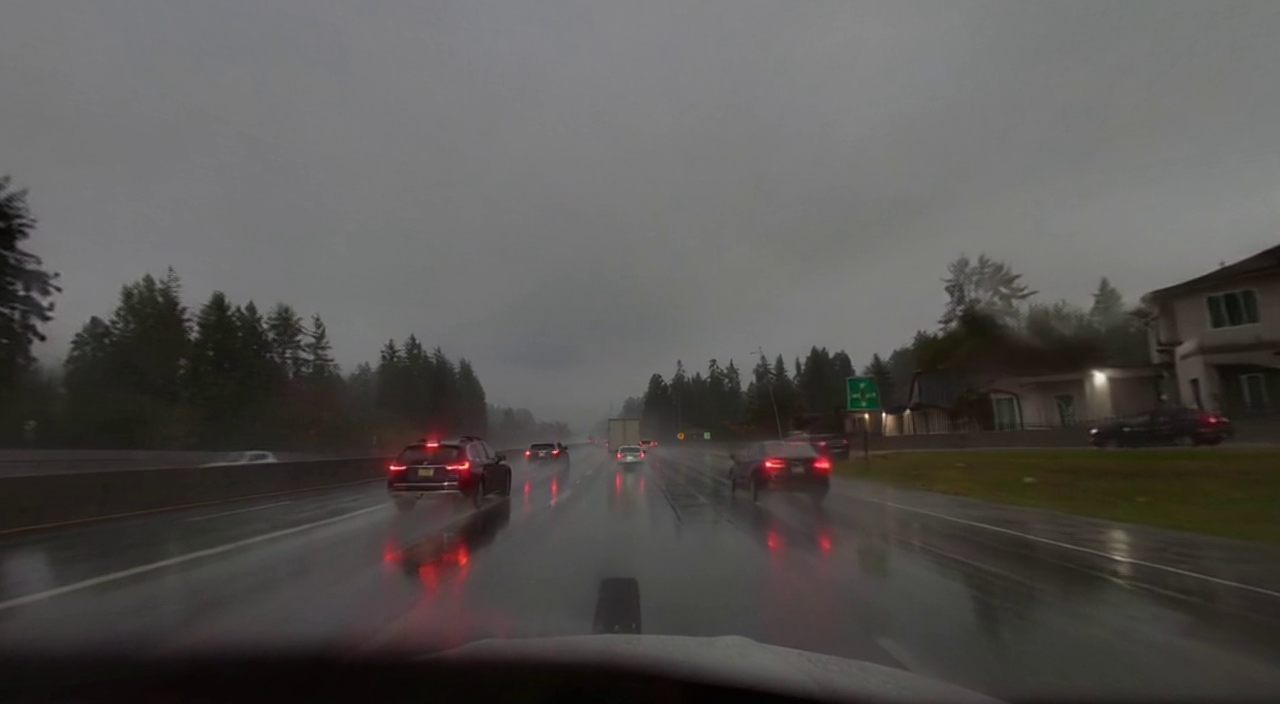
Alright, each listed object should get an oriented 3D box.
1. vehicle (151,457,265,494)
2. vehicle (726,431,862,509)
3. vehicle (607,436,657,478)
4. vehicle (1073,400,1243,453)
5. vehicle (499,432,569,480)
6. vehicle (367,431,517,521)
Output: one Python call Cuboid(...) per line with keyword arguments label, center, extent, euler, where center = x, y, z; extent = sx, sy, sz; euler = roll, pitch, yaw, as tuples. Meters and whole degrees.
Cuboid(label="vehicle", center=(-19.140, 5.461, 28.300), extent=(1.839, 1.457, 4.701), euler=(0, -9, -1))
Cuboid(label="vehicle", center=(3.390, 2.709, 14.889), extent=(2.027, 1.554, 4.252), euler=(0, -9, -2))
Cuboid(label="vehicle", center=(-0.402, 4.706, 28.463), extent=(2.063, 1.703, 4.203), euler=(0, -9, -2))
Cuboid(label="vehicle", center=(17.997, 2.693, 22.260), extent=(2.048, 1.674, 4.106), euler=(2, -9, -13))
Cuboid(label="vehicle", center=(-4.639, 4.678, 28.642), extent=(2.301, 1.944, 5.482), euler=(0, -9, -1))
Cuboid(label="vehicle", center=(-4.109, 2.631, 13.900), extent=(1.988, 1.668, 4.021), euler=(0, -9, 0))
